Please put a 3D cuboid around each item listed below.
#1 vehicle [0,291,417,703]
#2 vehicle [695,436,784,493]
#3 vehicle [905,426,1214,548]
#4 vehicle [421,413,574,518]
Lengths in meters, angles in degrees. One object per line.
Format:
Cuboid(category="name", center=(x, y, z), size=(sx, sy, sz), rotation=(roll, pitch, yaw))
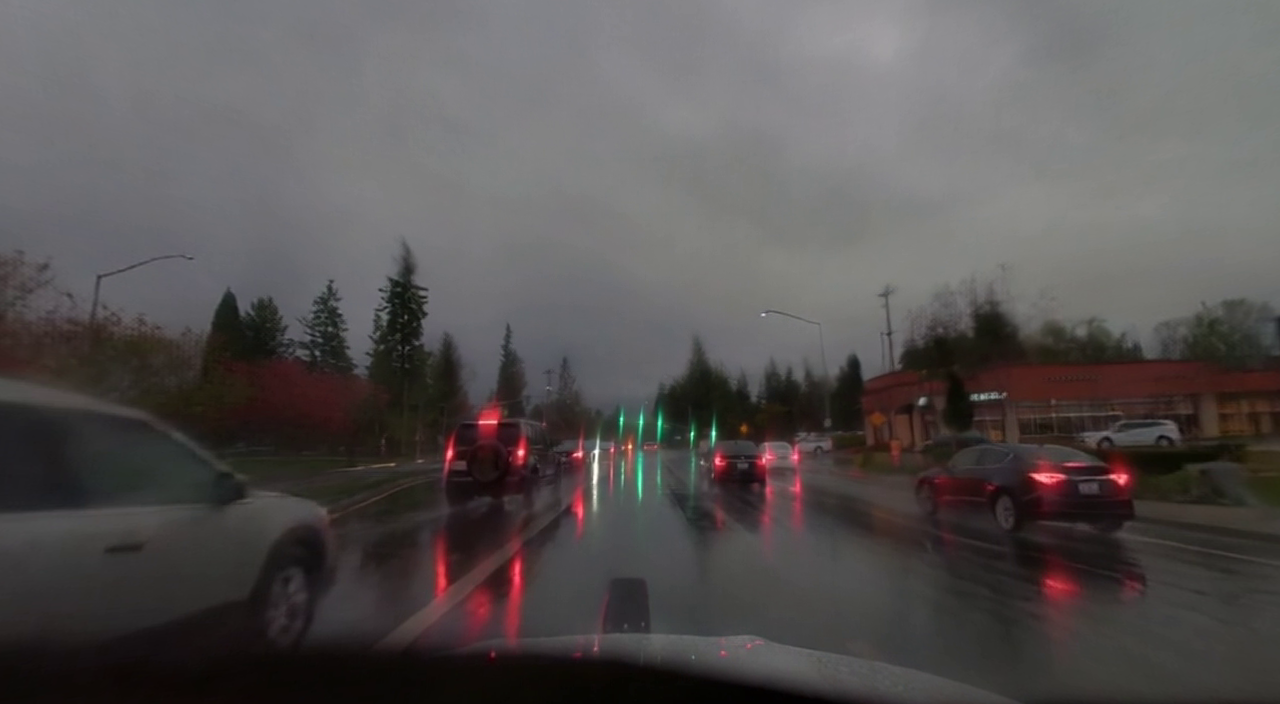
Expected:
Cuboid(category="vehicle", center=(-2.863, 0.846, 2.735), size=(2.141, 1.719, 4.379), rotation=(0, -9, 1))
Cuboid(category="vehicle", center=(2.858, 3.345, 19.131), size=(2.004, 1.512, 4.206), rotation=(0, -9, 0))
Cuboid(category="vehicle", center=(6.378, 2.092, 10.492), size=(1.881, 1.540, 4.750), rotation=(0, -9, 0))
Cuboid(category="vehicle", center=(-2.711, 2.299, 13.202), size=(2.117, 1.799, 4.442), rotation=(0, -9, 0))
